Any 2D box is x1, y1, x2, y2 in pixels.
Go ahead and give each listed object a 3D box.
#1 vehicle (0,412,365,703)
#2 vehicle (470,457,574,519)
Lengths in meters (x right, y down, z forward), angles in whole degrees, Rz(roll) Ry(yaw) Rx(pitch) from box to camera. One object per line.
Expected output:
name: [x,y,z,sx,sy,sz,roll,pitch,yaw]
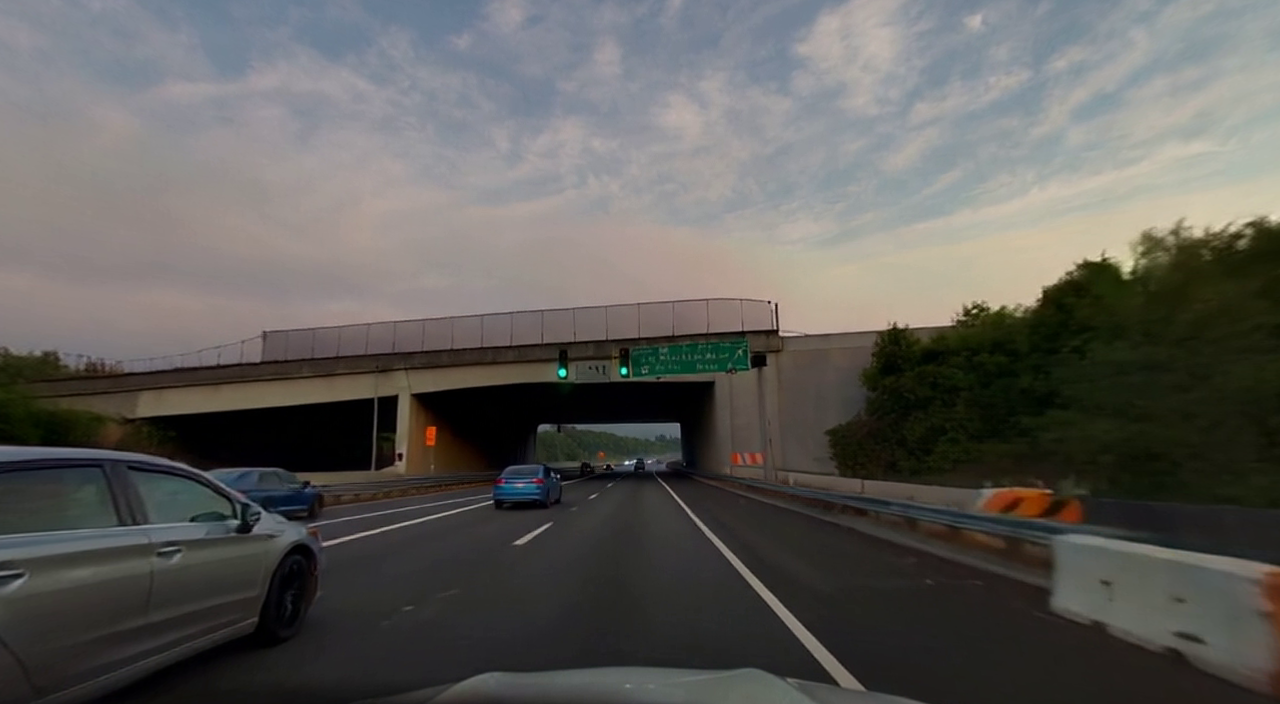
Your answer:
vehicle: [-3.562,1.097,3.086,2.023,1.507,5.082,1,-10,1]
vehicle: [-3.091,3.666,17.288,1.992,1.466,3.690,0,-10,2]
